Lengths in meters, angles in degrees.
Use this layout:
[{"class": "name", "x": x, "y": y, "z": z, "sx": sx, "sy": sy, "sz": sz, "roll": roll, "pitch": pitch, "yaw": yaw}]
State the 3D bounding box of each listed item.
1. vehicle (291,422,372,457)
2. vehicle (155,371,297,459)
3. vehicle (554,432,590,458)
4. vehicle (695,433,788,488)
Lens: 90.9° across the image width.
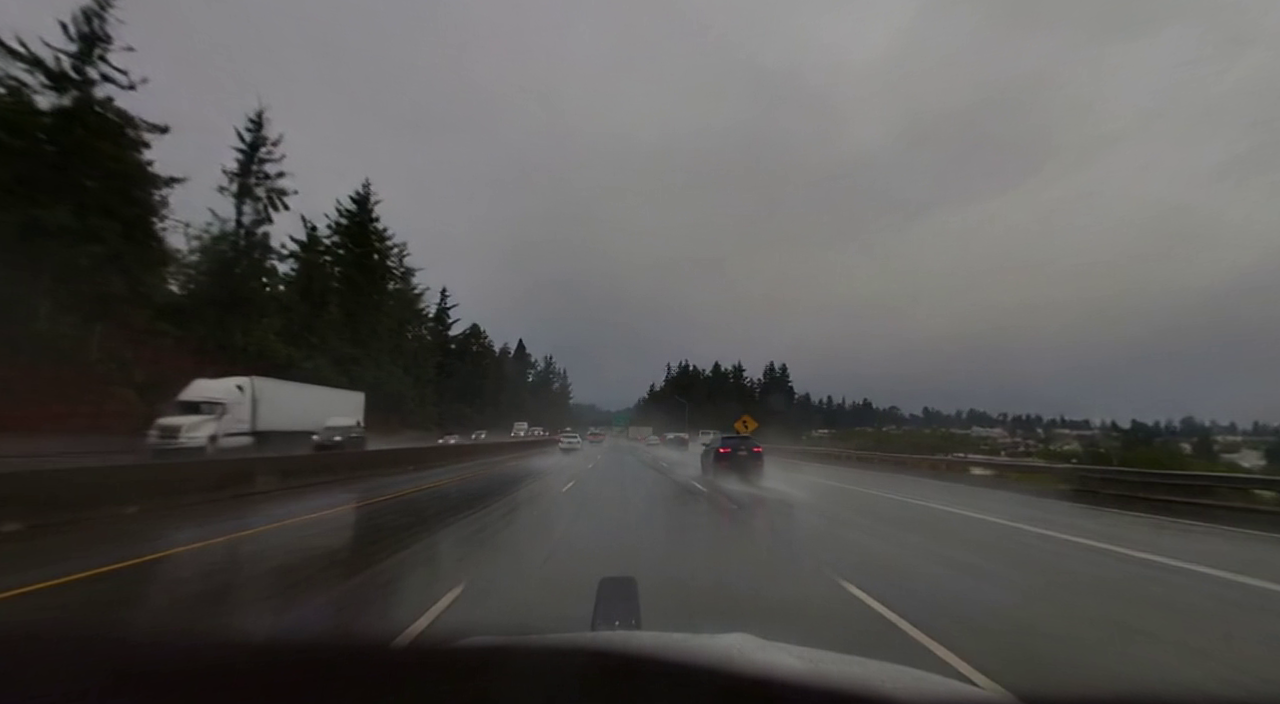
[{"class": "vehicle", "x": -16.624, "y": 4.737, "z": 34.315, "sx": 2.013, "sy": 1.733, "sz": 4.867, "roll": 0, "pitch": -8, "yaw": -1}, {"class": "vehicle", "x": -20.362, "y": 3.235, "z": 31.540, "sx": 2.956, "sy": 3.974, "sz": 5.969, "roll": 0, "pitch": -8, "yaw": -1}, {"class": "vehicle", "x": -4.587, "y": 6.308, "z": 43.044, "sx": 2.011, "sy": 1.614, "sz": 4.808, "roll": 0, "pitch": -8, "yaw": -1}, {"class": "vehicle", "x": 2.921, "y": 3.207, "z": 19.040, "sx": 1.990, "sy": 1.480, "sz": 3.865, "roll": 0, "pitch": -8, "yaw": -3}]
